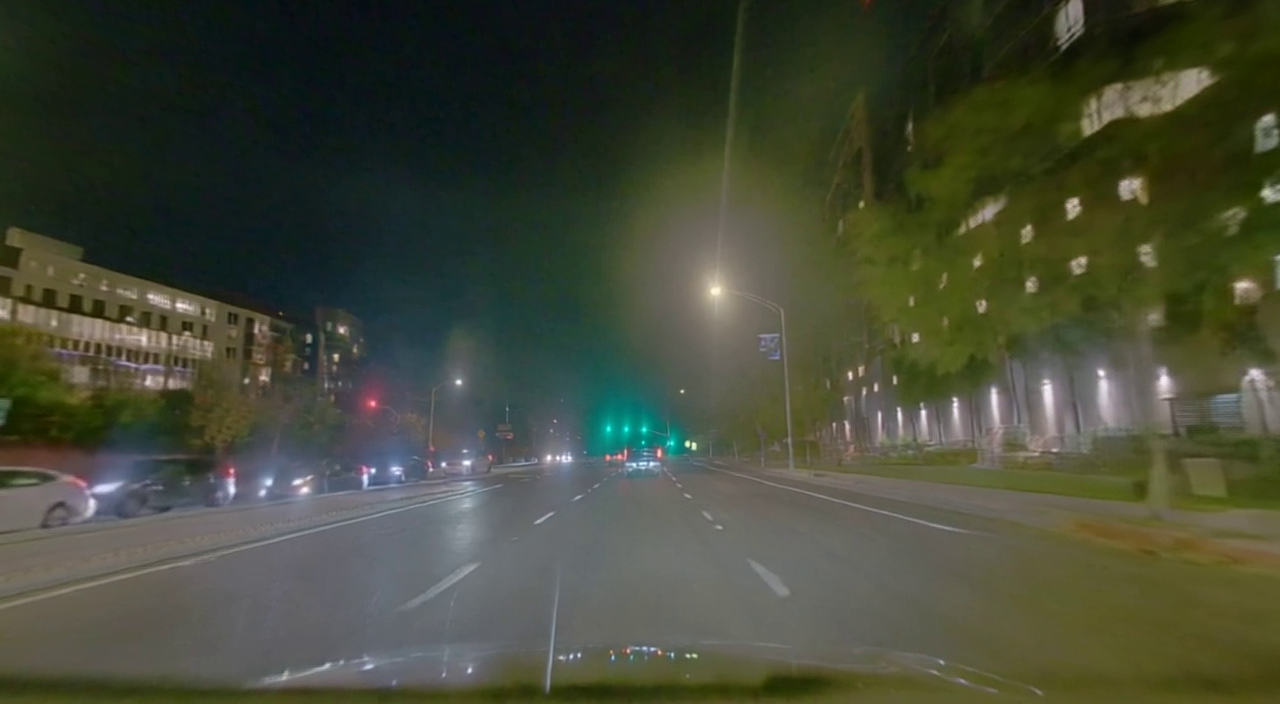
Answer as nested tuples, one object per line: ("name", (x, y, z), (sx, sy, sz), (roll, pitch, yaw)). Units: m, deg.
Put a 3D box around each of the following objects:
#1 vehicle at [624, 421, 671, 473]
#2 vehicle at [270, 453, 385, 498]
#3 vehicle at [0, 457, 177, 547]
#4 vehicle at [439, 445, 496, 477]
("vehicle", (0.430, 6.574, 43.660), (2.843, 3.120, 10.422), (-1, -9, 0))
("vehicle", (-11.645, 4.608, 23.916), (1.884, 1.486, 4.566), (-1, -9, 2))
("vehicle", (-11.831, 2.849, 12.429), (1.935, 1.467, 4.451), (-1, -9, 2))
("vehicle", (-11.160, 7.091, 41.275), (2.155, 1.941, 4.977), (-1, -9, 2))
